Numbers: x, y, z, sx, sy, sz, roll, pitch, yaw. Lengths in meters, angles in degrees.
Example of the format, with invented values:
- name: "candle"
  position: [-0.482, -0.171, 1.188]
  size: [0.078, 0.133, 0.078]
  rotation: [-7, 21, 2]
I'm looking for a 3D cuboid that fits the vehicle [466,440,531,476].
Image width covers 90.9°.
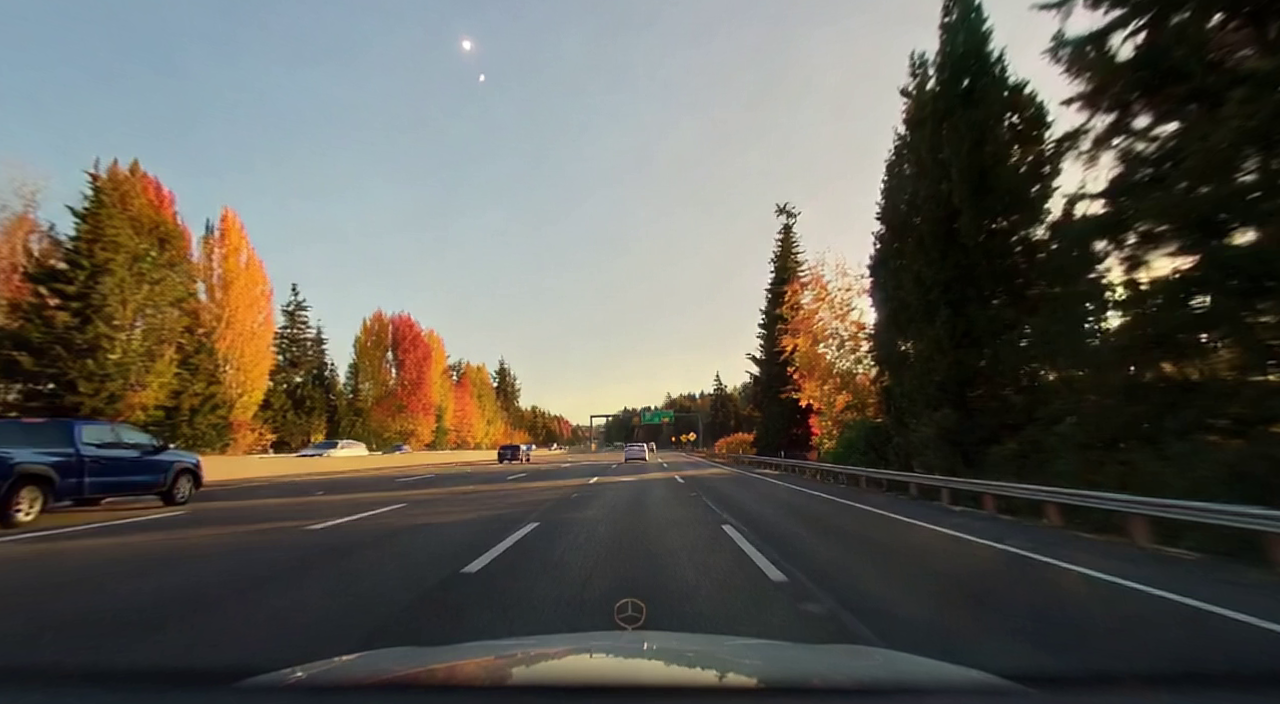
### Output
- name: "vehicle"
  position: [-6.397, 4.813, 28.968]
  size: [1.919, 1.499, 4.234]
  rotation: [0, -8, 1]

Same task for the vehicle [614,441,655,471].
- name: "vehicle"
  position: [-0.226, 5.521, 33.638]
  size: [1.984, 1.471, 4.202]
  rotation: [0, -8, 2]

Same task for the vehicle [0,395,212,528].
- name: "vehicle"
  position: [-10.803, 1.882, 11.079]
  size: [2.347, 1.984, 5.778]
  rotation: [0, -8, 2]
